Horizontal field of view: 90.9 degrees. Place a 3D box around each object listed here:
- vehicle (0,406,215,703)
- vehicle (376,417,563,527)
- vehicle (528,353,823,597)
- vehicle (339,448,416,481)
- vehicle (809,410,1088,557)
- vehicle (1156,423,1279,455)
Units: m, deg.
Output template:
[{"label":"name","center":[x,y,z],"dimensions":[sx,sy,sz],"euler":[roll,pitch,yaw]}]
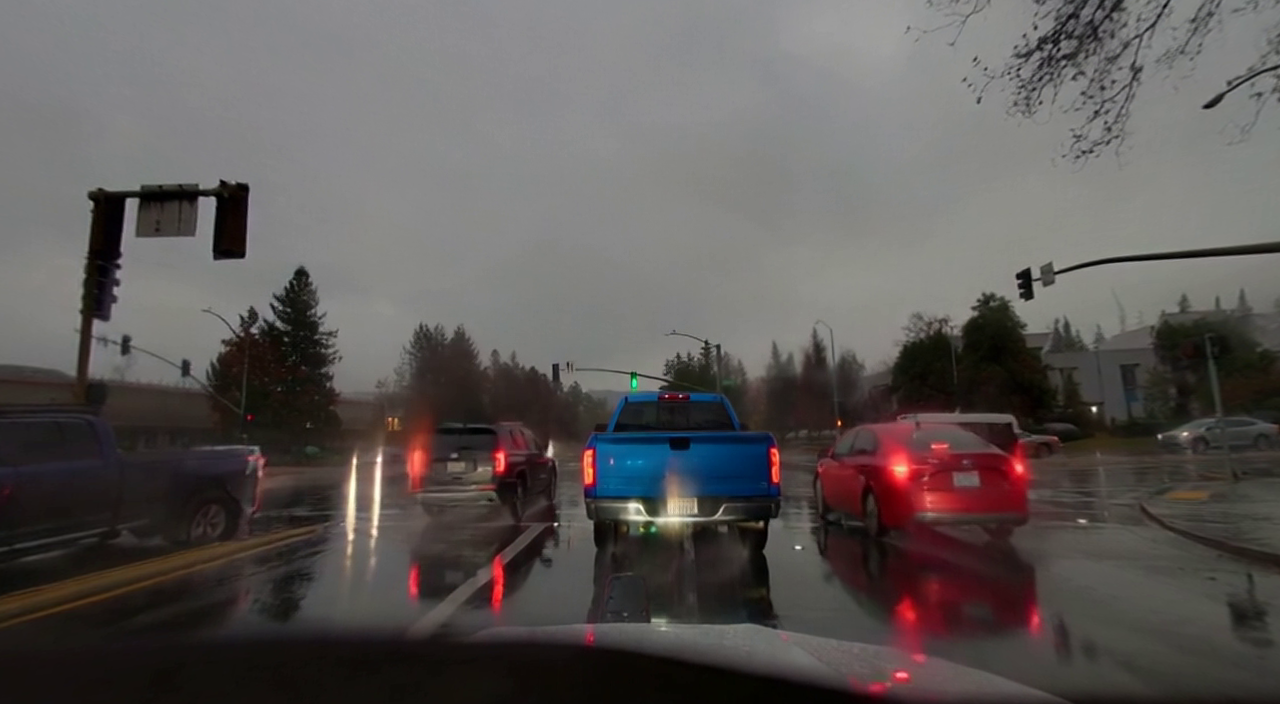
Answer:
[{"label":"vehicle","center":[-3.372,0.763,1.073],"dimensions":[1.998,1.481,4.656],"euler":[0,-8,1]},{"label":"vehicle","center":[-3.034,2.265,12.514],"dimensions":[2.125,1.739,4.707],"euler":[0,-8,4]},{"label":"vehicle","center":[0.358,1.392,7.862],"dimensions":[2.505,2.084,4.768],"euler":[0,-8,1]},{"label":"vehicle","center":[-12.842,5.500,31.188],"dimensions":[1.834,1.463,4.597],"euler":[0,-8,0]},{"label":"vehicle","center":[4.095,1.816,9.358],"dimensions":[1.984,1.659,4.226],"euler":[0,-8,0]},{"label":"vehicle","center":[27.795,4.156,30.062],"dimensions":[4.681,1.458,1.908],"euler":[0,-8,-1]}]
